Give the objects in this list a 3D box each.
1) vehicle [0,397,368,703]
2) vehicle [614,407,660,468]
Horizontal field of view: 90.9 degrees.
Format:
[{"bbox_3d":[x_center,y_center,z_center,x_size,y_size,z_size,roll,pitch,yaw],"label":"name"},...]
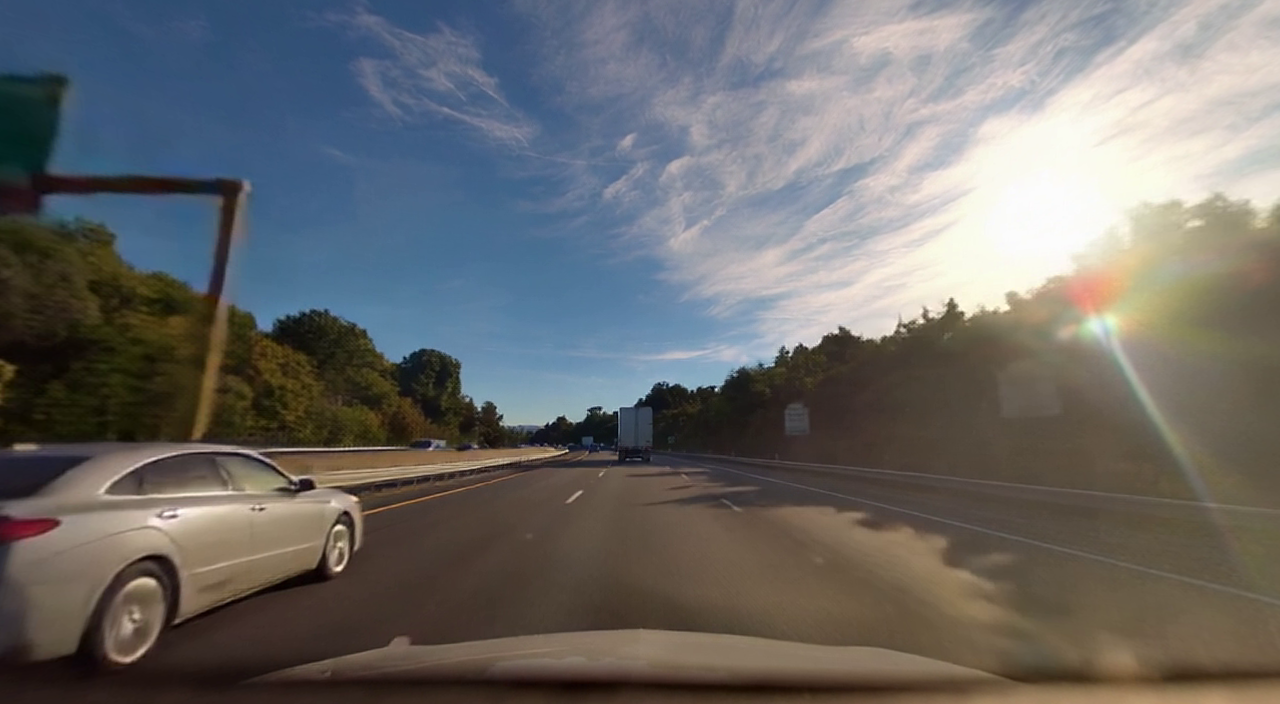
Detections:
[{"bbox_3d":[-3.843,1.145,4.004,2.080,1.488,4.781,0,-9,0],"label":"vehicle"},{"bbox_3d":[-0.425,6.456,46.948,2.962,3.953,10.696,0,-9,-3],"label":"vehicle"}]
